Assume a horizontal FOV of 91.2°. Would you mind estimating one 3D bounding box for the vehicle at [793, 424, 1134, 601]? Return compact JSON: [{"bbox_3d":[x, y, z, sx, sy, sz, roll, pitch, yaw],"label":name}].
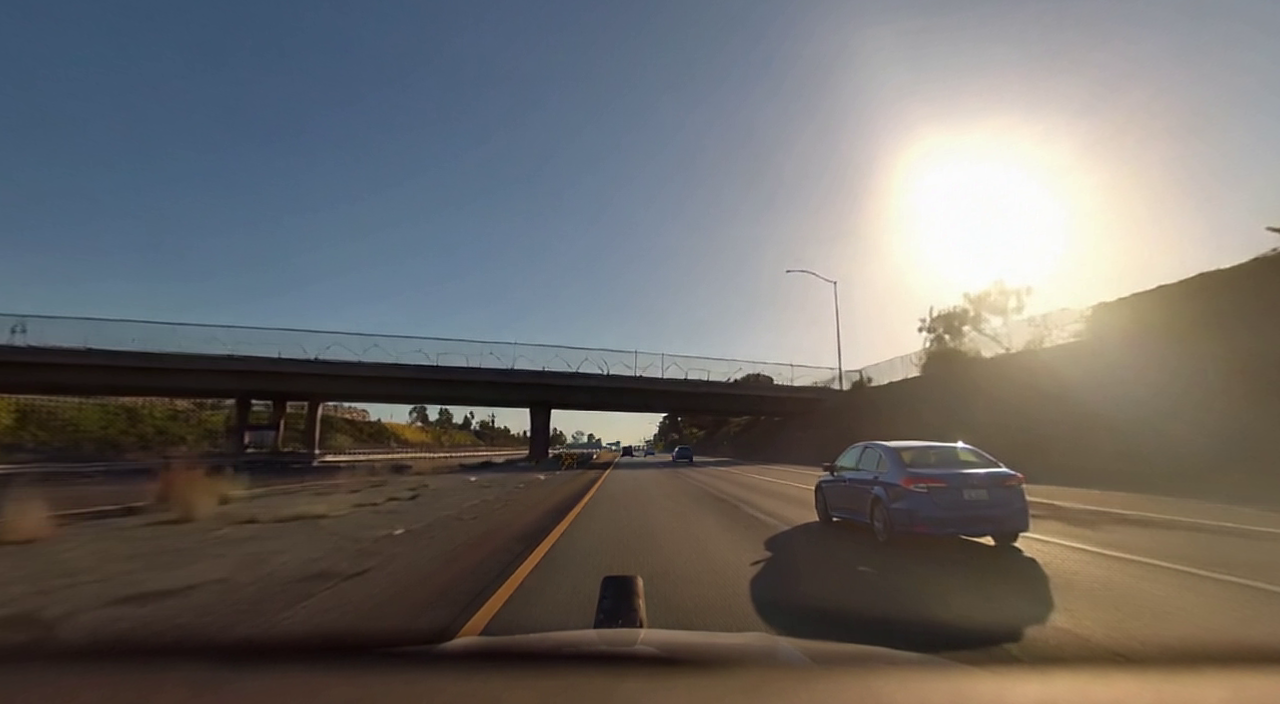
[{"bbox_3d":[3.527,1.820,7.995,2.002,1.604,4.265,0,-9,-1],"label":"vehicle"}]
